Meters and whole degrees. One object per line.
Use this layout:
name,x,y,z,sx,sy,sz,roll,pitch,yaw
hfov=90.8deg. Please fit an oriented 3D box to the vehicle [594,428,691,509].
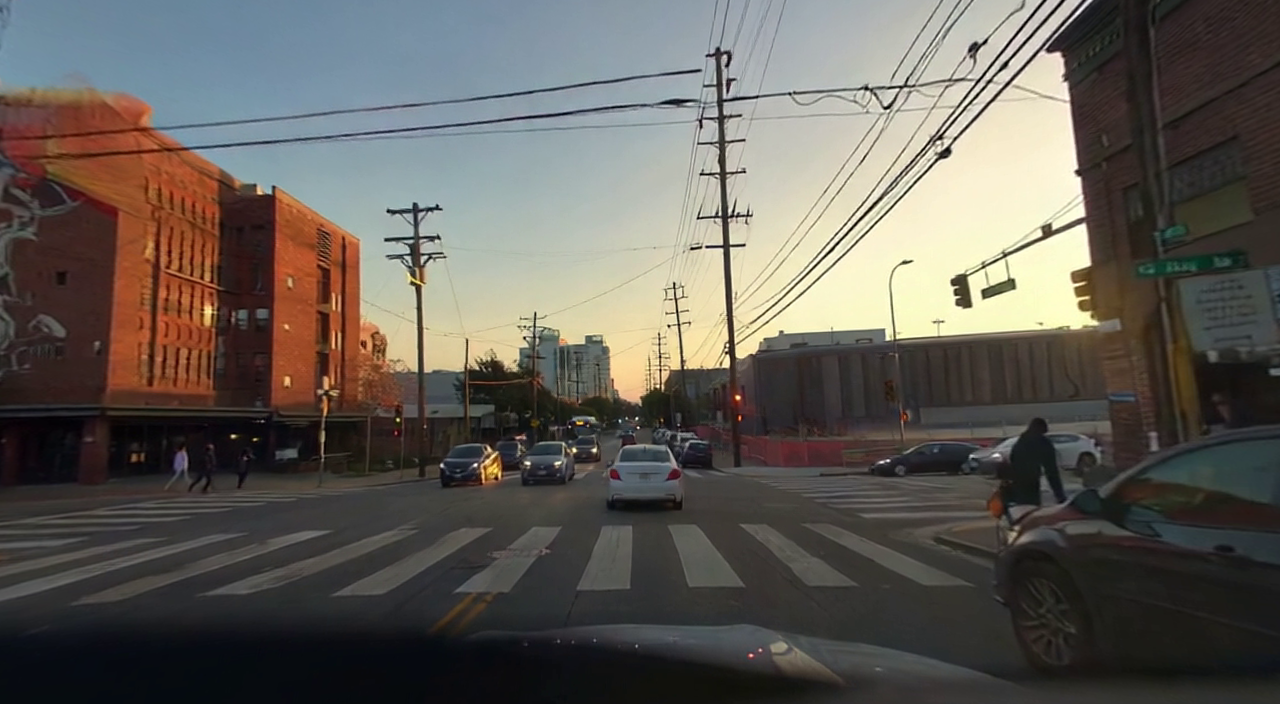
vehicle,0.038,2.919,16.301,2.190,1.783,4.048,-1,-8,0

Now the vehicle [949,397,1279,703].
vehicle,3.474,0.969,2.709,1.949,1.521,4.445,0,-8,-1

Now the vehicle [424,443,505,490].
vehicle,-7.084,4.668,26.164,1.892,1.706,5.224,-1,-8,0

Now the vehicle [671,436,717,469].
vehicle,3.020,5.754,36.301,2.171,1.751,4.373,0,-9,-1

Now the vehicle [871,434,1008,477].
vehicle,12.209,4.239,25.996,4.576,1.650,1.980,-1,-8,2

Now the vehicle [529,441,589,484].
vehicle,-3.387,4.681,27.153,2.055,1.660,3.954,-1,-8,0
